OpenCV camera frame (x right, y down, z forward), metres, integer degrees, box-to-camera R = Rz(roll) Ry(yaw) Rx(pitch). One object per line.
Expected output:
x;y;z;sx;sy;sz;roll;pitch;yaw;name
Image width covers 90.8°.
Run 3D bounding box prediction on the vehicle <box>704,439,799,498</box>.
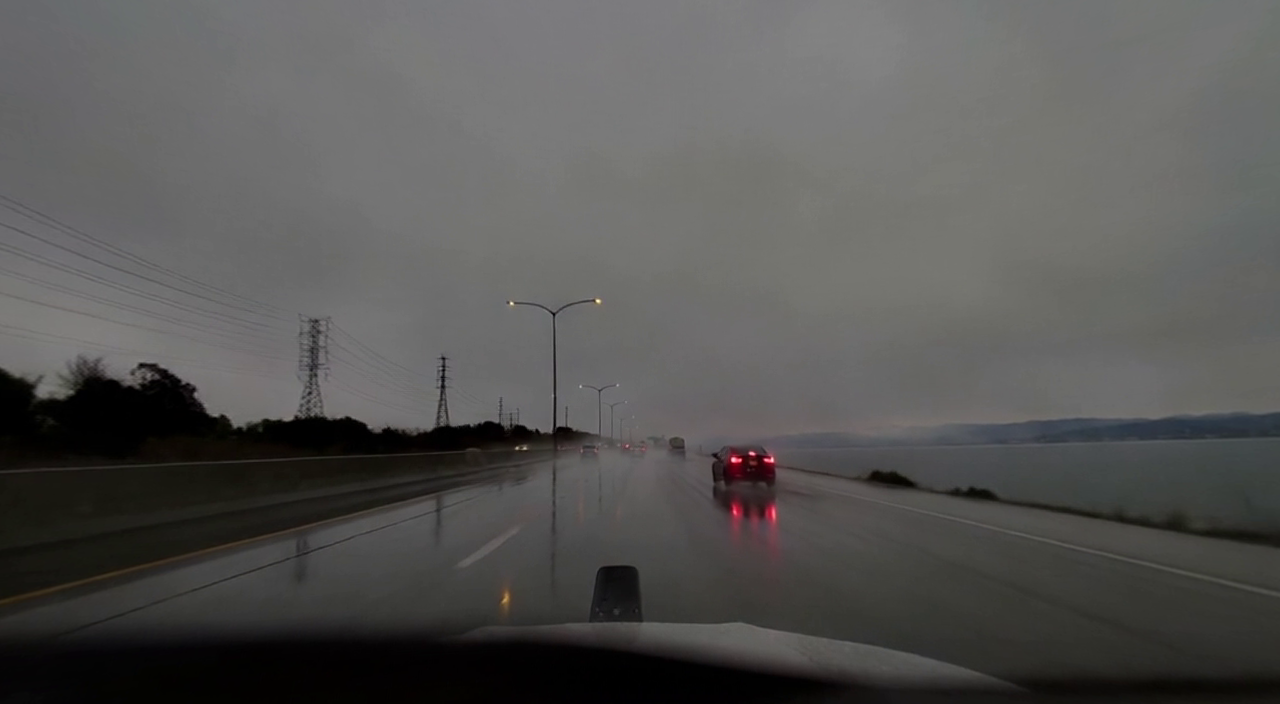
3.068;3.300;18.395;1.890;1.490;4.373;0;-8;-1;vehicle
